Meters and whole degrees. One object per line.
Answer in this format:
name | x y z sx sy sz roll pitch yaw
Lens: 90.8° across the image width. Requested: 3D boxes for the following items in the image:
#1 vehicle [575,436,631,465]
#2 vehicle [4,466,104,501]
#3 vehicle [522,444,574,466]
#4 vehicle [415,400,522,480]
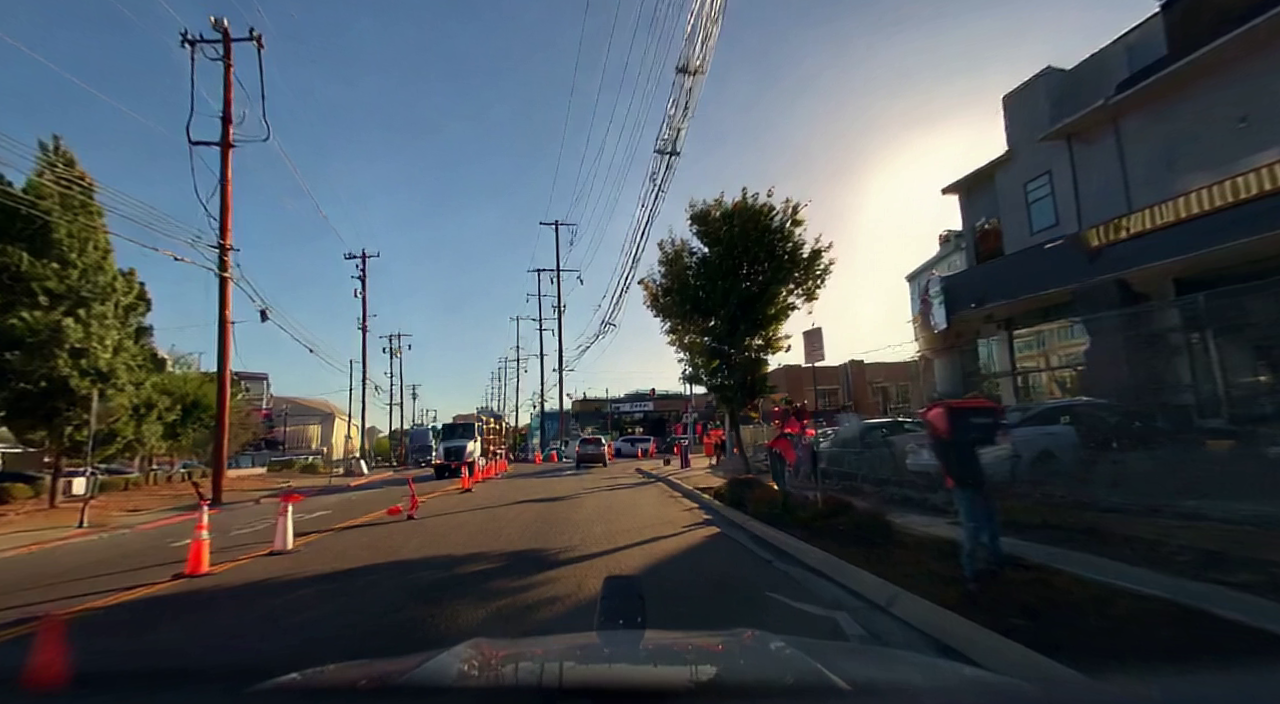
vehicle | -2.413 6.694 43.111 2.256 1.859 5.118 -3 -8 15
vehicle | -35.643 7.993 38.518 4.158 1.736 1.971 -3 -7 0
vehicle | -6.986 7.862 48.430 2.103 1.526 4.743 -3 -8 17
vehicle | -9.323 5.032 36.096 3.007 3.800 11.011 0 -8 0
